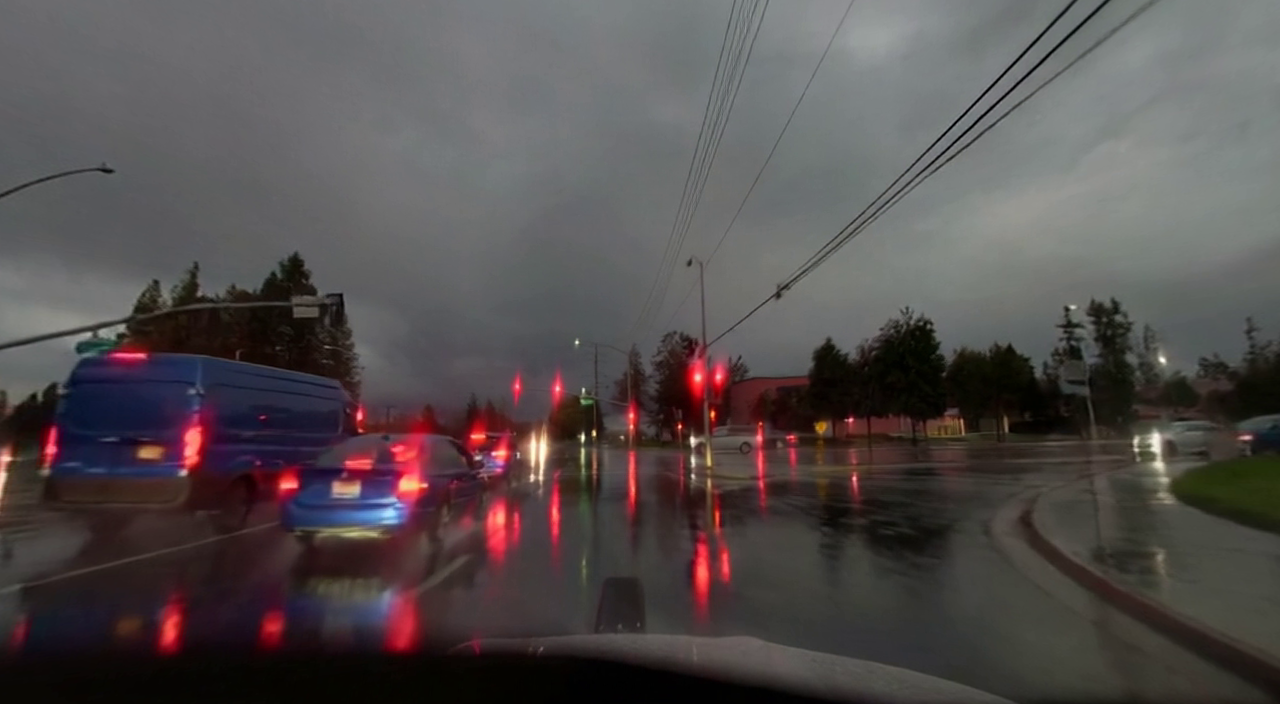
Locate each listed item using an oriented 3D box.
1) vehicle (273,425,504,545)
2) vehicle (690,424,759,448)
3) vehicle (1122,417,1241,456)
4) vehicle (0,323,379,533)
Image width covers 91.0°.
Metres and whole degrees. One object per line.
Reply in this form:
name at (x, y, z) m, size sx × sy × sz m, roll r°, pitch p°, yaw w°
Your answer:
vehicle at (-3.646, 2.020, 10.236) m, size 2.019 × 1.485 × 4.565 m, roll 1°, pitch -9°, yaw -2°
vehicle at (6.174, 6.195, 46.129) m, size 4.884 × 1.714 × 2.021 m, roll -1°, pitch -9°, yaw 8°
vehicle at (22.244, 3.509, 25.913) m, size 3.718 × 1.480 × 1.981 m, roll 3°, pitch -9°, yaw -19°
vehicle at (-7.643, 1.542, 12.097) m, size 2.461 × 2.889 × 6.776 m, roll 0°, pitch -9°, yaw -2°
